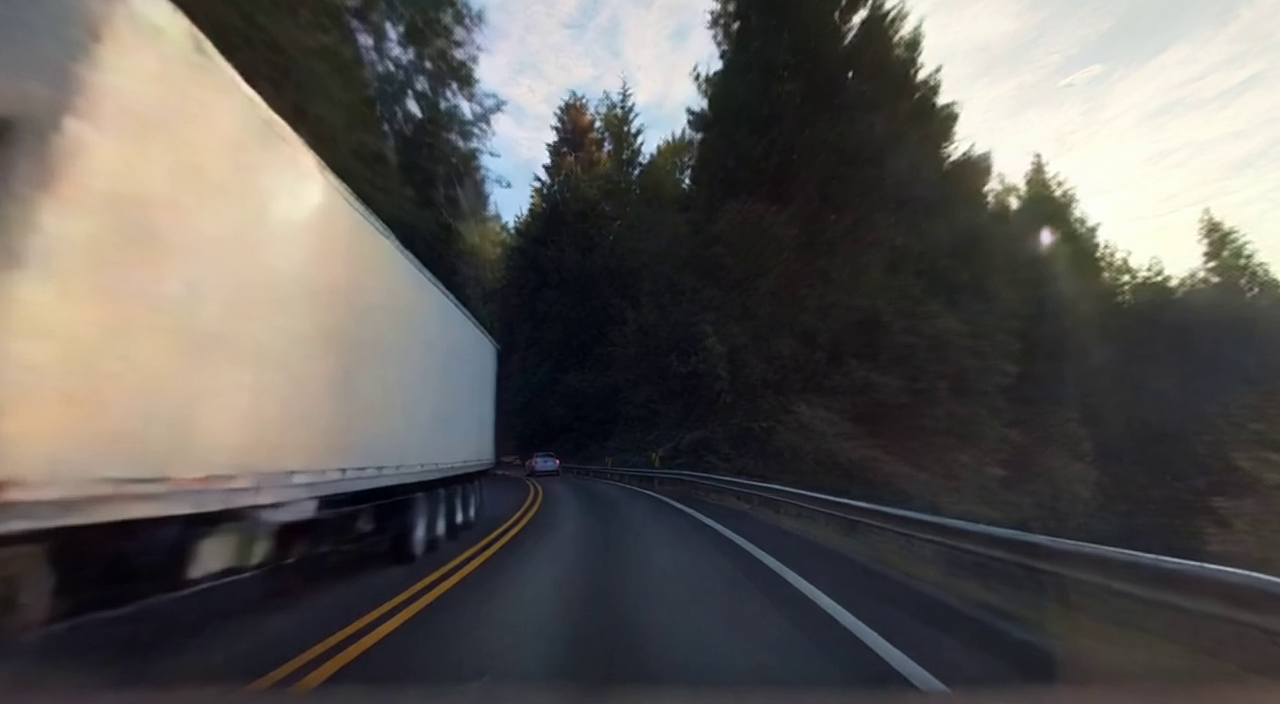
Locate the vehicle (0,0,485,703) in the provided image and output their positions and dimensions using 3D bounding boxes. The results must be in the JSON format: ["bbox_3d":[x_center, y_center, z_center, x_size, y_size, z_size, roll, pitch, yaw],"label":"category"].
[{"bbox_3d":[-4.322,0.445,6.381,2.999,4.301,11.457,0,-8,-2],"label":"vehicle"}]

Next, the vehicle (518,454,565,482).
[{"bbox_3d":[-5.898,6.837,37.487,2.120,1.491,4.349,3,-9,-17],"label":"vehicle"}]
